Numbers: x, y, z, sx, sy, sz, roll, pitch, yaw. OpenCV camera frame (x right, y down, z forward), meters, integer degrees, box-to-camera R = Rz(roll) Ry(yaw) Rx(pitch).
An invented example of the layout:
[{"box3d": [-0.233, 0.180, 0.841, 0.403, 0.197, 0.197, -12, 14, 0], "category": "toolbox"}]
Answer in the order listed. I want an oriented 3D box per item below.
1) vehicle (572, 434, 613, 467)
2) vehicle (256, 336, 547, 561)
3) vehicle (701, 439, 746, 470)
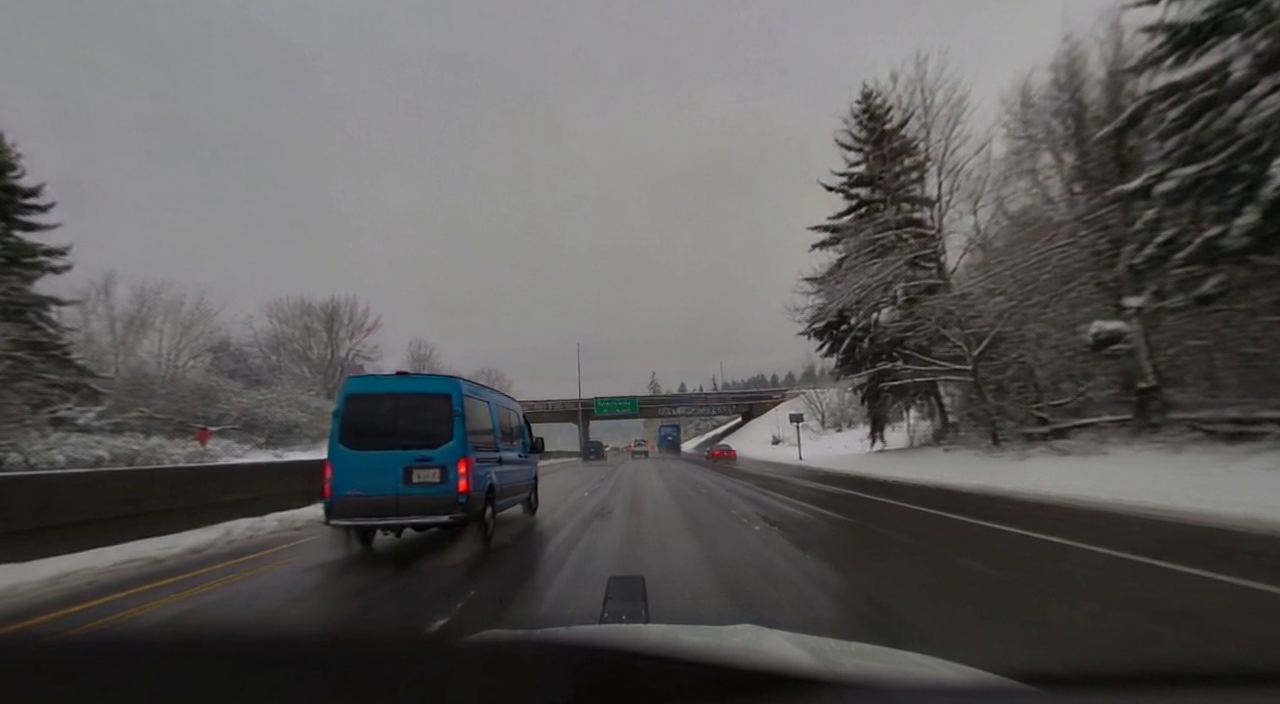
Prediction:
[{"box3d": [-3.078, 6.605, 42.172, 2.334, 2.051, 4.900, 0, -9, 1], "category": "vehicle"}, {"box3d": [-3.205, 1.558, 10.347, 2.451, 2.627, 5.868, 0, -9, 0], "category": "vehicle"}, {"box3d": [4.706, 5.883, 36.164, 1.936, 1.664, 4.198, 0, -9, -1], "category": "vehicle"}]
